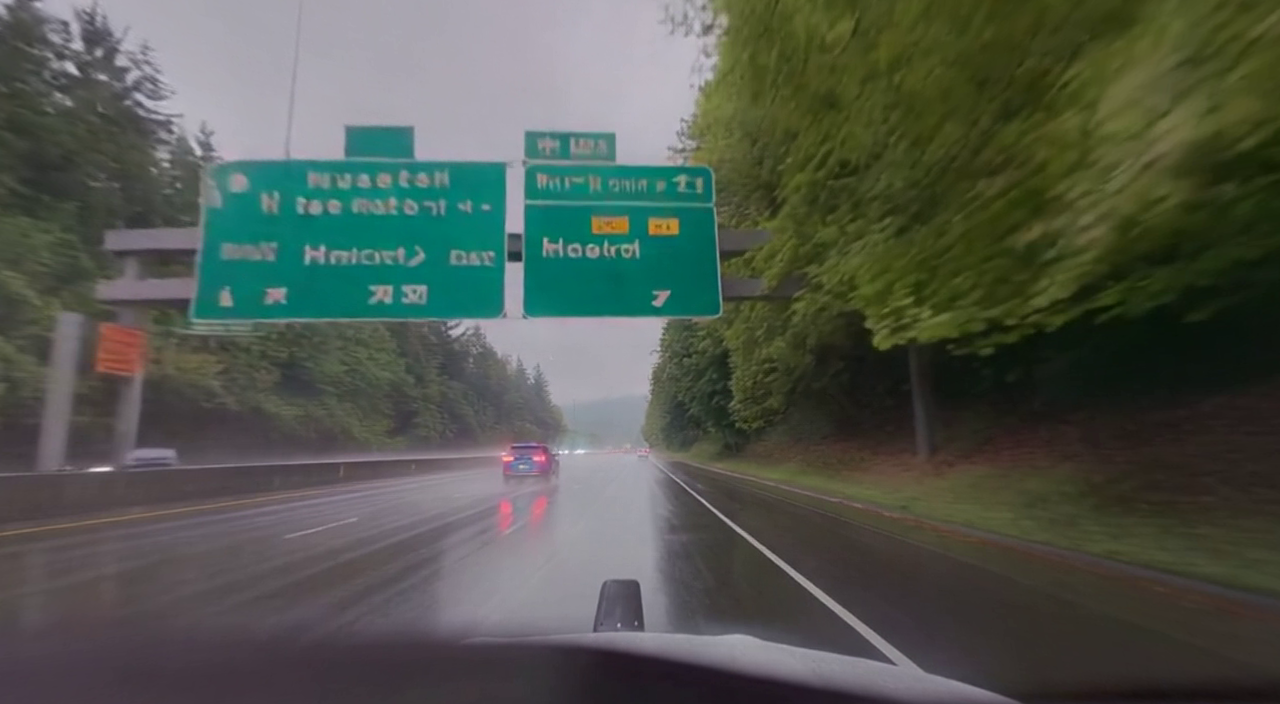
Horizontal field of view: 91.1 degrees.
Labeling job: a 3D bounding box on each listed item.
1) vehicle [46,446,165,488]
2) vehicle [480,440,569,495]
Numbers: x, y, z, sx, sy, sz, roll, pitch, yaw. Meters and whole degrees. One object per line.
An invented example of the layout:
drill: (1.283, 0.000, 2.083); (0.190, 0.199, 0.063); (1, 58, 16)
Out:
vehicle: (-24.135, 5.176, 28.618); (1.912, 1.739, 3.938); (0, -9, 0)
vehicle: (-3.745, 3.845, 21.230); (2.104, 1.626, 4.283); (-1, -9, 1)
